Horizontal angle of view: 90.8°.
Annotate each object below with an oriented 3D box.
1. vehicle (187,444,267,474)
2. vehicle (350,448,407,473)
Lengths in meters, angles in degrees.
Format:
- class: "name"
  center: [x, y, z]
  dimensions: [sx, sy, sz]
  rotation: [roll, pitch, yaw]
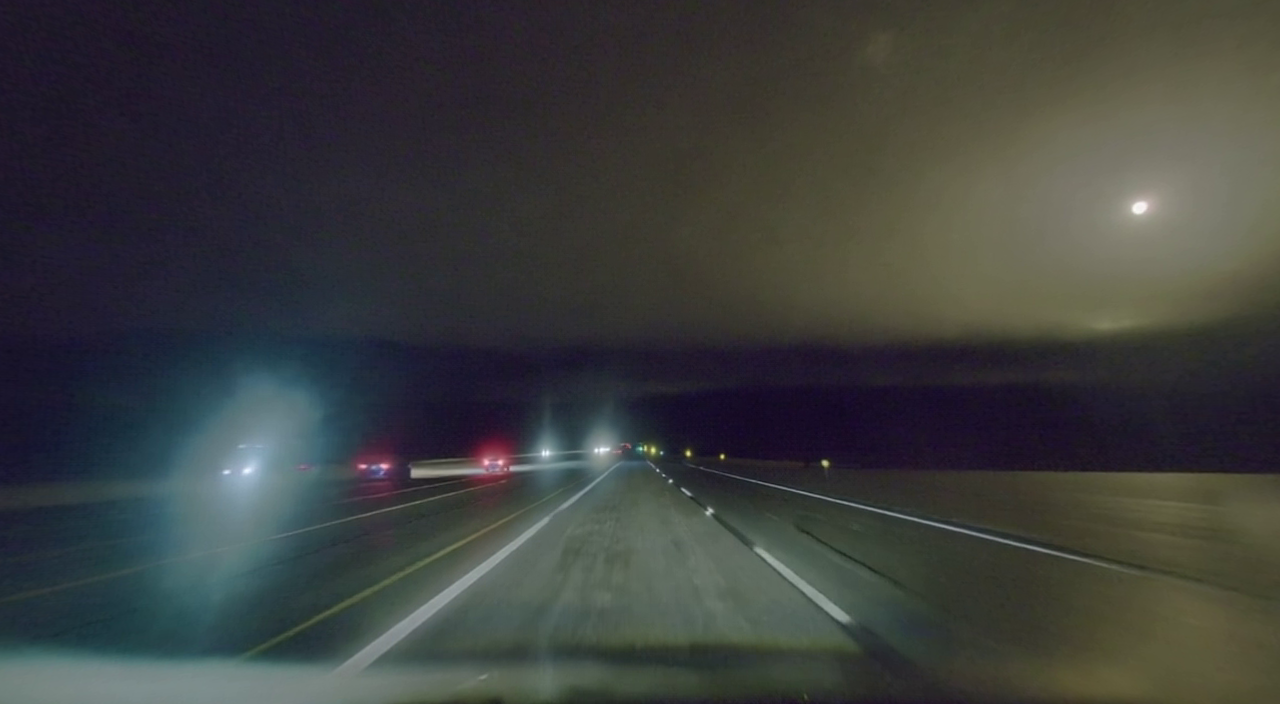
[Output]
- class: "vehicle"
  center: [-30.513, 7.900, 46.832]
  dimensions: [2.204, 2.020, 5.494]
  rotation: [0, -9, 0]
- class: "vehicle"
  center: [-17.015, 7.070, 41.196]
  dimensions: [1.955, 1.533, 4.097]
  rotation: [0, -9, 0]
